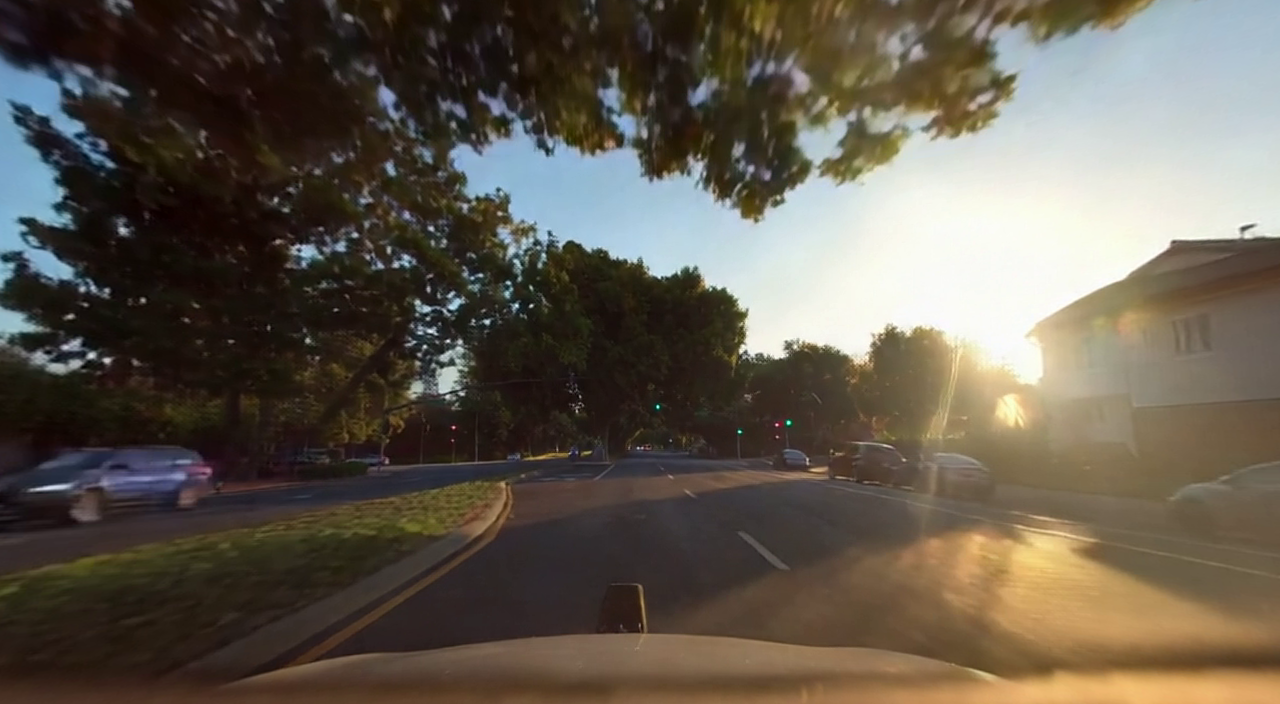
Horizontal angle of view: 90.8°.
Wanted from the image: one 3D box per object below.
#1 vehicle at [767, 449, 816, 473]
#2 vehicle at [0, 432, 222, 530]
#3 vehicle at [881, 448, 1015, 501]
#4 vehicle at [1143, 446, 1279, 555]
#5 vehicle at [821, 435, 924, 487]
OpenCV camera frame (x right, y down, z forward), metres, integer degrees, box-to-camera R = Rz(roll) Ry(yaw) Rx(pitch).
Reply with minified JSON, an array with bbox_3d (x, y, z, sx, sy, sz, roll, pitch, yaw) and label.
[{"bbox_3d":[9.844,7.085,41.374,1.918,1.483,4.813,0,-9,-1],"label":"vehicle"},{"bbox_3d":[-11.513,2.667,13.650,1.940,1.740,4.356,0,-9,0],"label":"vehicle"},{"bbox_3d":[9.779,3.883,20.562,1.931,1.473,4.742,0,-9,0],"label":"vehicle"},{"bbox_3d":[9.853,2.055,8.762,1.991,1.490,4.470,0,-9,-1],"label":"vehicle"},{"bbox_3d":[9.817,4.647,27.339,2.245,1.983,5.433,0,-9,-2],"label":"vehicle"}]
